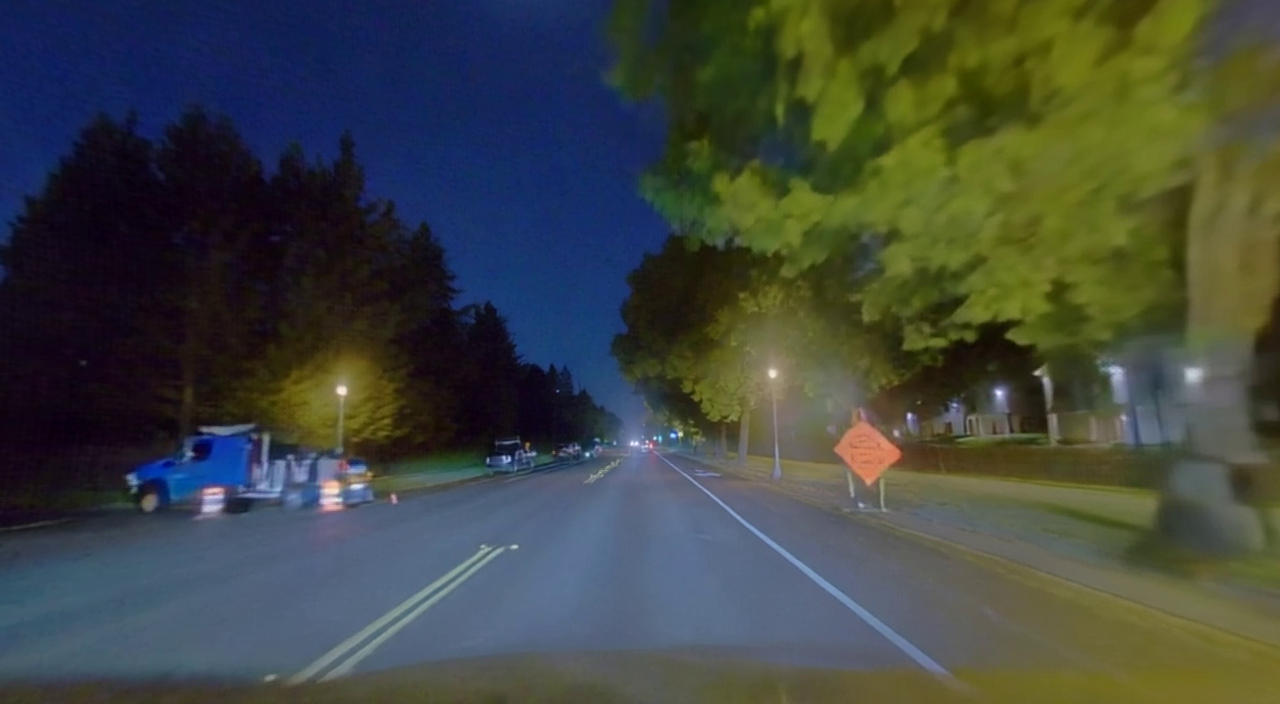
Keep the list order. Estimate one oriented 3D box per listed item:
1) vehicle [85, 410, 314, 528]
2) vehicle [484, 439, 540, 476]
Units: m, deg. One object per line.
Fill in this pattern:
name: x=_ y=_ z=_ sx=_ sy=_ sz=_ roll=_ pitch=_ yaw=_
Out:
vehicle: x=-10.790 y=2.865 z=15.889 sx=4.120 sy=2.628 sz=2.064 roll=3 pitch=-9 yaw=-19
vehicle: x=-8.069 y=6.680 z=40.438 sx=2.422 sy=1.855 sz=6.165 roll=-4 pitch=-7 yaw=-2
